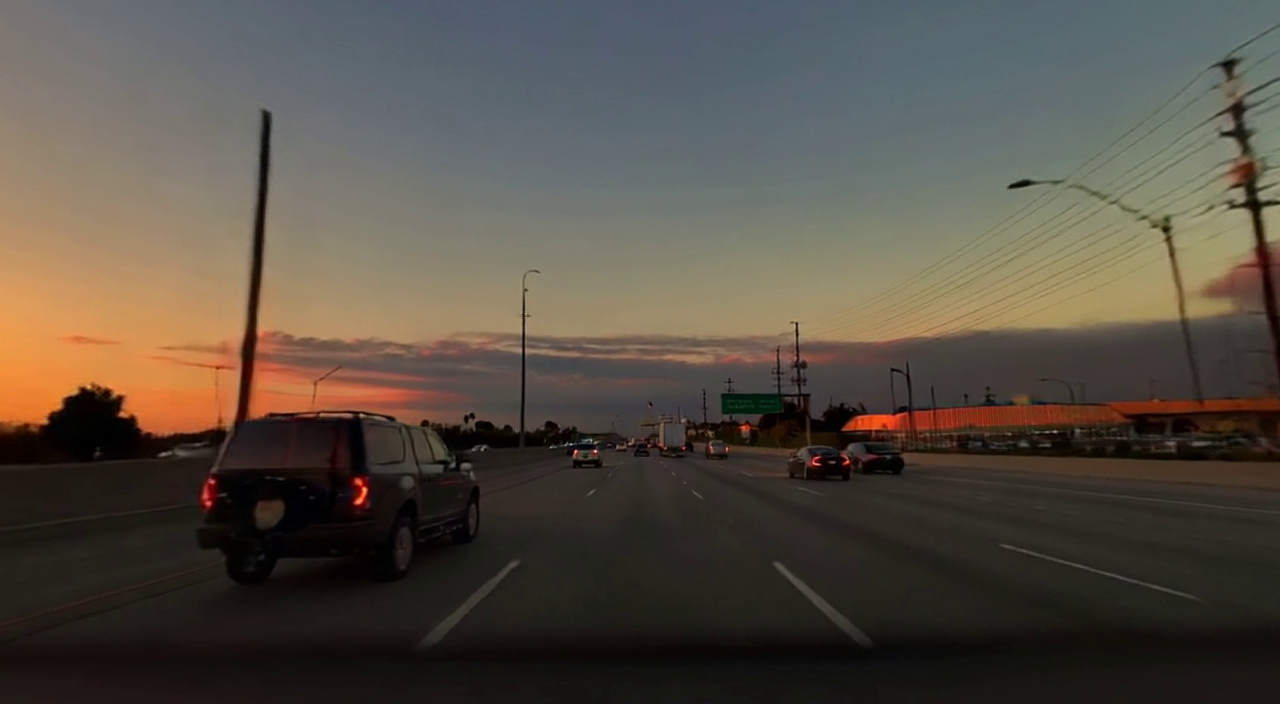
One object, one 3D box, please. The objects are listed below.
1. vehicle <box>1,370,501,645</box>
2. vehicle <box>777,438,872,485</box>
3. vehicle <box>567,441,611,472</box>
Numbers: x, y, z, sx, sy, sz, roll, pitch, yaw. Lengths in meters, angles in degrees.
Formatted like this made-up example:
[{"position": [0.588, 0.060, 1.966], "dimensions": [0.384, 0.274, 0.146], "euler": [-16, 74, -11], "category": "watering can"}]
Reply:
[{"position": [-3.080, 1.357, 6.513], "dimensions": [2.130, 1.799, 4.583], "euler": [0, -9, 1], "category": "vehicle"}, {"position": [6.407, 3.846, 22.428], "dimensions": [1.980, 1.501, 4.433], "euler": [0, -9, -1], "category": "vehicle"}, {"position": [-2.652, 5.497, 33.420], "dimensions": [1.929, 1.521, 4.097], "euler": [0, -9, 1], "category": "vehicle"}]
